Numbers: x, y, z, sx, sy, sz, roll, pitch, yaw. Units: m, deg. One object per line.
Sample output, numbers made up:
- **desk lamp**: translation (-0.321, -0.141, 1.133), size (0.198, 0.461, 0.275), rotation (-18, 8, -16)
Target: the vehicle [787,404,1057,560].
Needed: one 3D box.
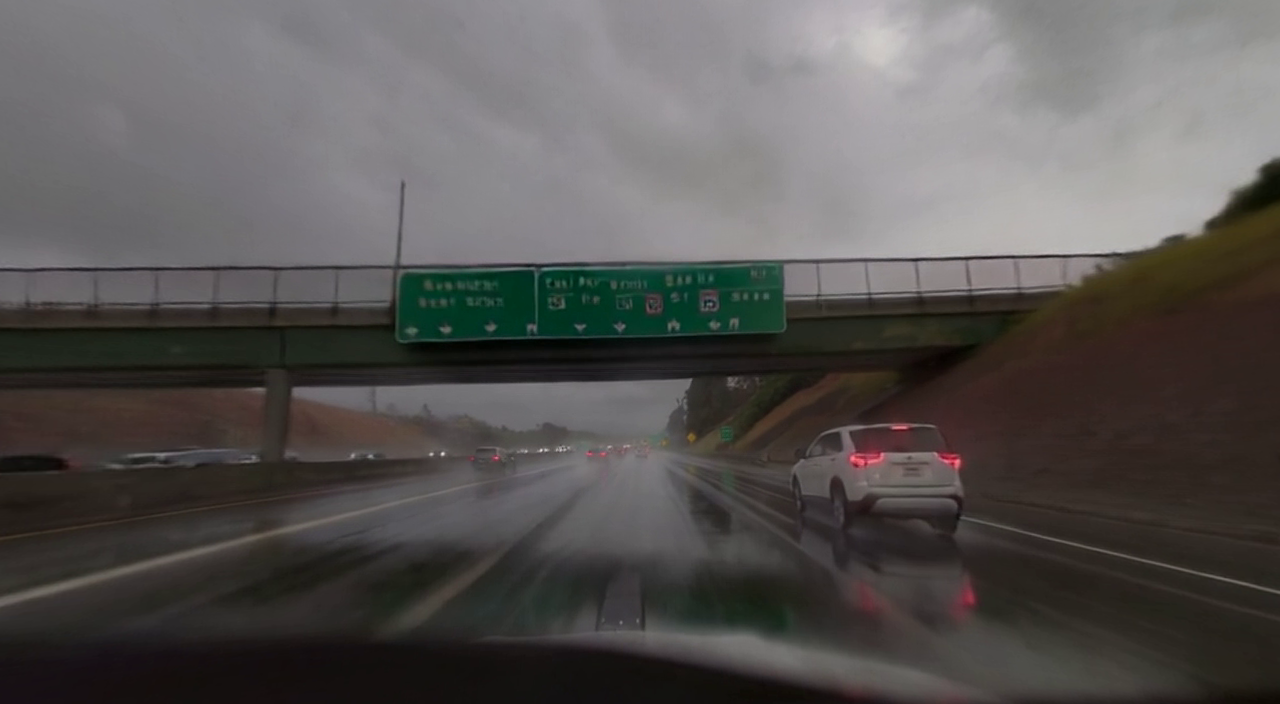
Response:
- **vehicle**: translation (3.652, 1.776, 9.231), size (1.990, 1.735, 4.276), rotation (0, -9, 1)

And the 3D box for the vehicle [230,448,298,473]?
- **vehicle**: translation (-26.077, 7.512, 43.826), size (1.896, 1.615, 4.486), rotation (0, -9, 0)

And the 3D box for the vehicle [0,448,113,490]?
- **vehicle**: translation (-25.871, 4.992, 27.275), size (1.993, 1.614, 4.606), rotation (0, -9, 1)

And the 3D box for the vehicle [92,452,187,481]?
- **vehicle**: translation (-30.028, 6.845, 37.981), size (1.946, 1.568, 4.592), rotation (0, -9, -1)

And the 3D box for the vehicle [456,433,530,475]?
- **vehicle**: translation (-7.393, 5.236, 32.448), size (2.341, 1.959, 5.684), rotation (0, -9, 1)
